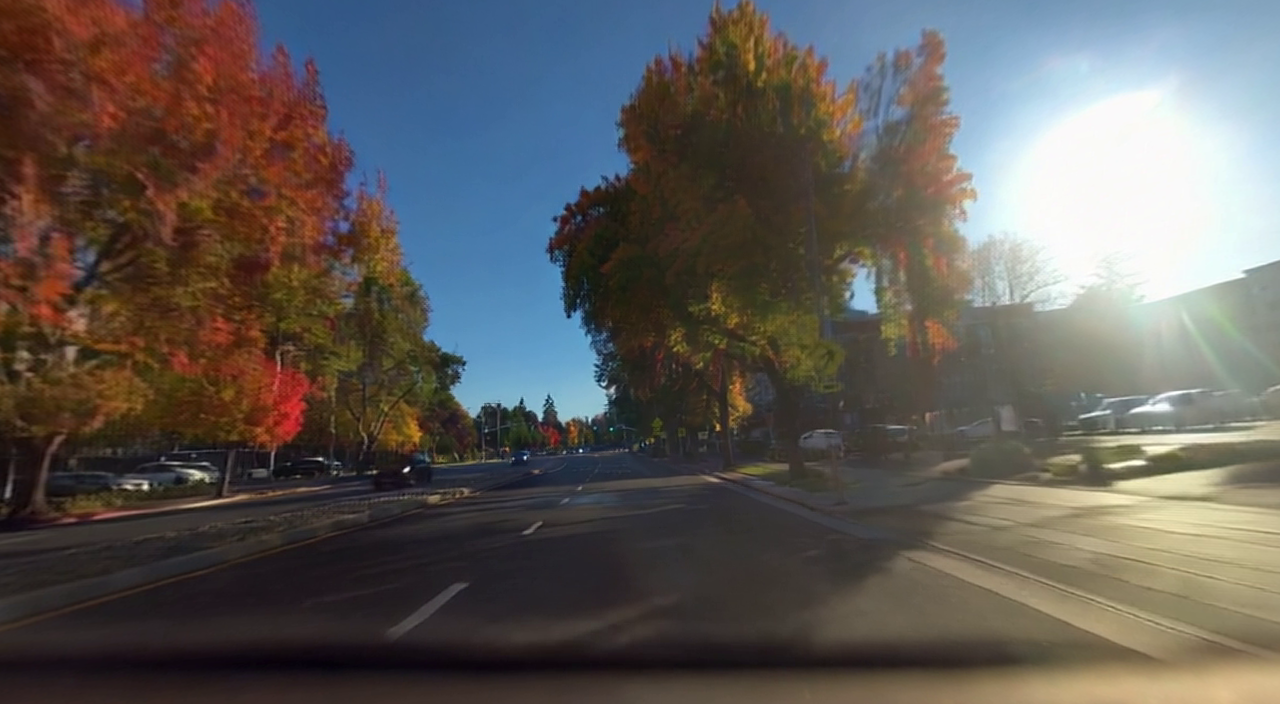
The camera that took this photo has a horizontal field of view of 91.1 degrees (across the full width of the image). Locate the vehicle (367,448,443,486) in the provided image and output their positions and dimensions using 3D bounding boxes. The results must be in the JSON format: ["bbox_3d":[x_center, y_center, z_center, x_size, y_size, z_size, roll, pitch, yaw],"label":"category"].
[{"bbox_3d":[-11.725,5.754,31.761,2.075,1.765,4.684,0,-9,-1],"label":"vehicle"}]

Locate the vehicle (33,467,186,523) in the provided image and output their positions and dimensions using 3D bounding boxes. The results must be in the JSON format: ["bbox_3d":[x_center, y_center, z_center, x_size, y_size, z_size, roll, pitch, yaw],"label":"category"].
[{"bbox_3d":[-18.229,4.880,21.872,1.896,1.495,4.108,-4,-9,-2],"label":"vehicle"}]
